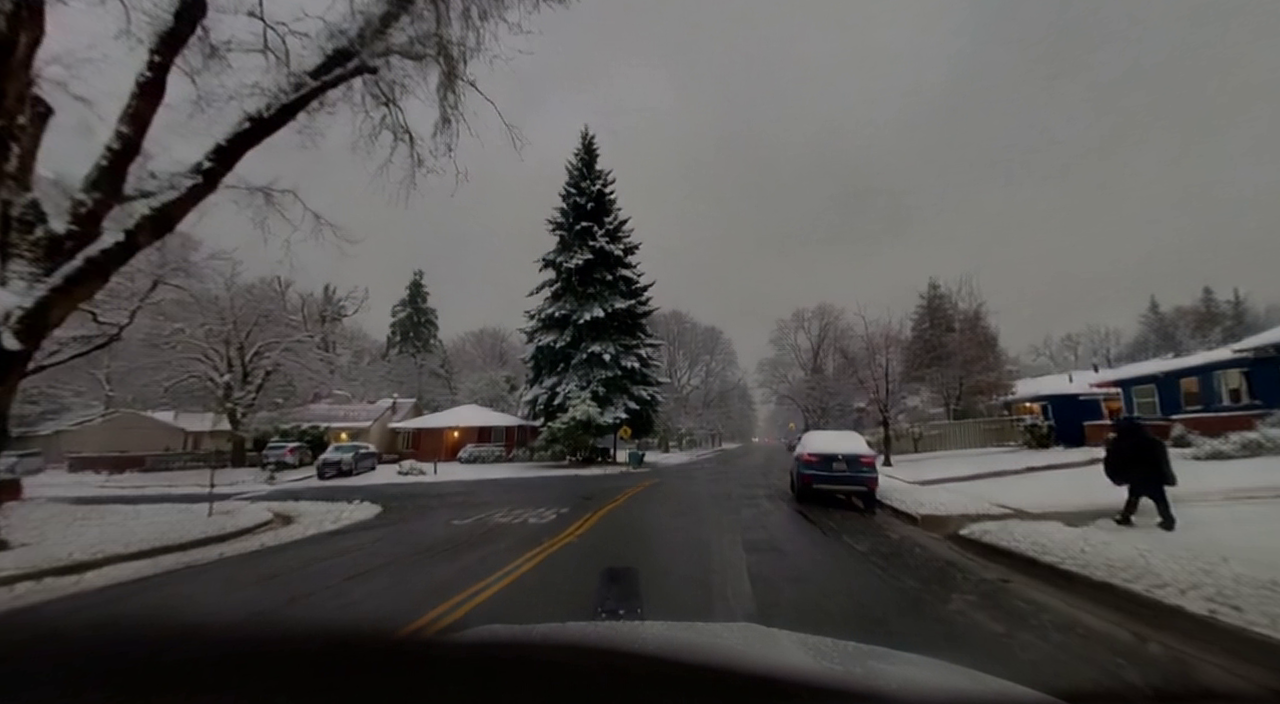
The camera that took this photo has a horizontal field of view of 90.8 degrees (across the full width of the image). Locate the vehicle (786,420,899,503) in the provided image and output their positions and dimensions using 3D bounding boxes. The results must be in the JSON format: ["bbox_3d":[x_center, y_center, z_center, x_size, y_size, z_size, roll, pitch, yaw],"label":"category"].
[{"bbox_3d":[4.835,2.700,15.752,2.053,1.737,4.375,-2,-9,10],"label":"vehicle"}]

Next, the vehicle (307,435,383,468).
[{"bbox_3d":[-17.450,5.940,37.663,2.021,1.798,4.491,-1,-9,6],"label":"vehicle"}]

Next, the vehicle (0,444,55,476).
[{"bbox_3d":[-39.403,6.661,39.070,2.206,1.858,4.918,1,-8,-8],"label":"vehicle"}]
